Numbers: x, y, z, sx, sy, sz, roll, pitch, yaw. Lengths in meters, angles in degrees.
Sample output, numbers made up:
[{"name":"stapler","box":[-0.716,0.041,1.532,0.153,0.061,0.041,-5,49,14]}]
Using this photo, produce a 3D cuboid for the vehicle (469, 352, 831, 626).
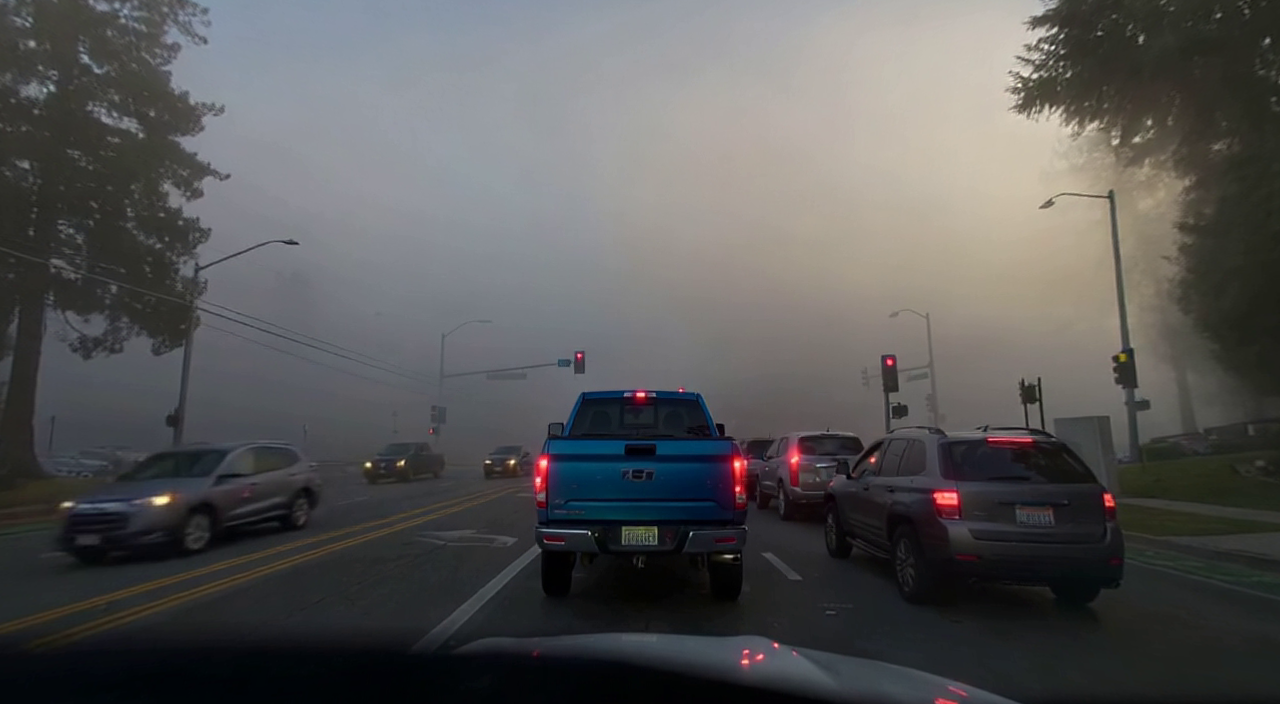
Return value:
[{"name":"vehicle","box":[0.091,1.394,7.416,2.636,2.011,5.425,0,-8,1]}]

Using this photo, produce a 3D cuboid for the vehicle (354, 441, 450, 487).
[{"name":"vehicle","box":[-9.243,4.363,24.920,1.920,1.563,4.643,-2,-8,1]}]

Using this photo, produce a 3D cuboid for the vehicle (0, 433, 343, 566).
[{"name":"vehicle","box":[-6.622,2.023,9.541,1.905,1.494,4.666,0,-8,1]}]

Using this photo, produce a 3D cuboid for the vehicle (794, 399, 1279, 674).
[{"name":"vehicle","box":[3.330,1.506,6.490,2.155,1.667,5.162,0,-8,0]}]
